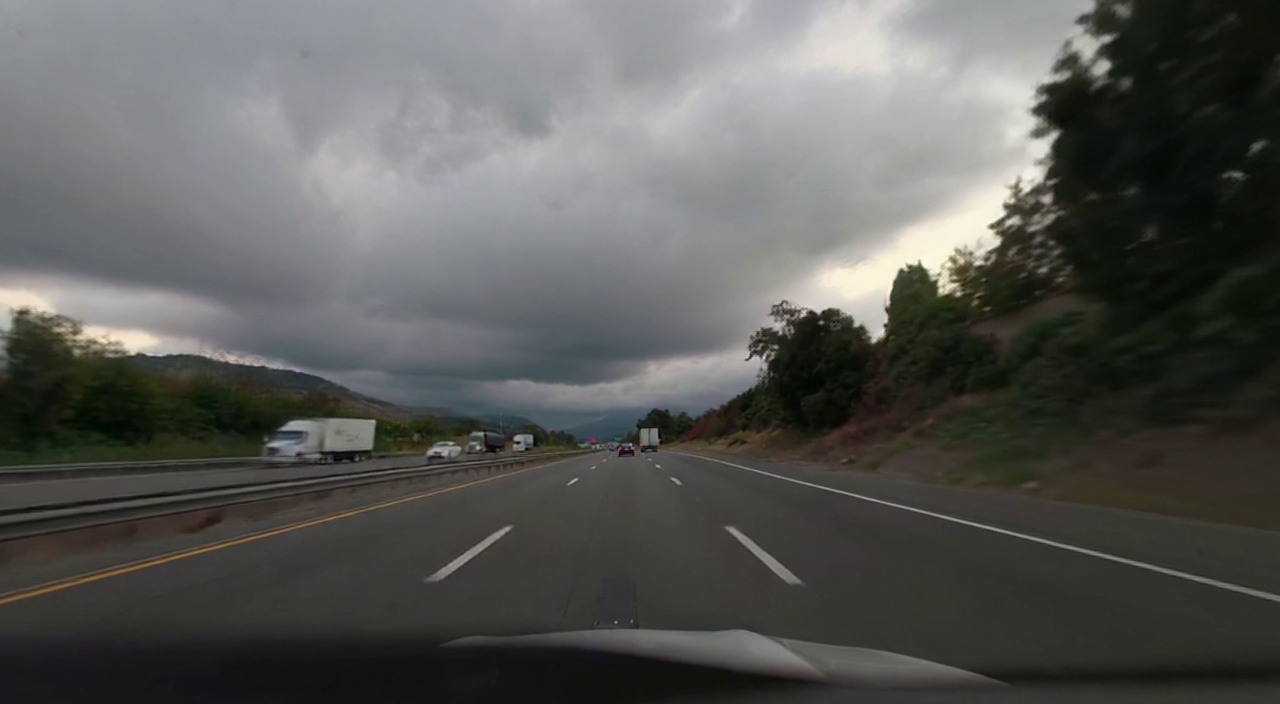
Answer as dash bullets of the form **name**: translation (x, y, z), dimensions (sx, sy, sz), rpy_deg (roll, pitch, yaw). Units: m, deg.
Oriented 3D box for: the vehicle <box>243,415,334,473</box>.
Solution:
- **vehicle**: translation (-24.342, 6.442, 44.027), dimensions (2.940, 3.748, 5.874), rpy_deg (0, -8, -1)
